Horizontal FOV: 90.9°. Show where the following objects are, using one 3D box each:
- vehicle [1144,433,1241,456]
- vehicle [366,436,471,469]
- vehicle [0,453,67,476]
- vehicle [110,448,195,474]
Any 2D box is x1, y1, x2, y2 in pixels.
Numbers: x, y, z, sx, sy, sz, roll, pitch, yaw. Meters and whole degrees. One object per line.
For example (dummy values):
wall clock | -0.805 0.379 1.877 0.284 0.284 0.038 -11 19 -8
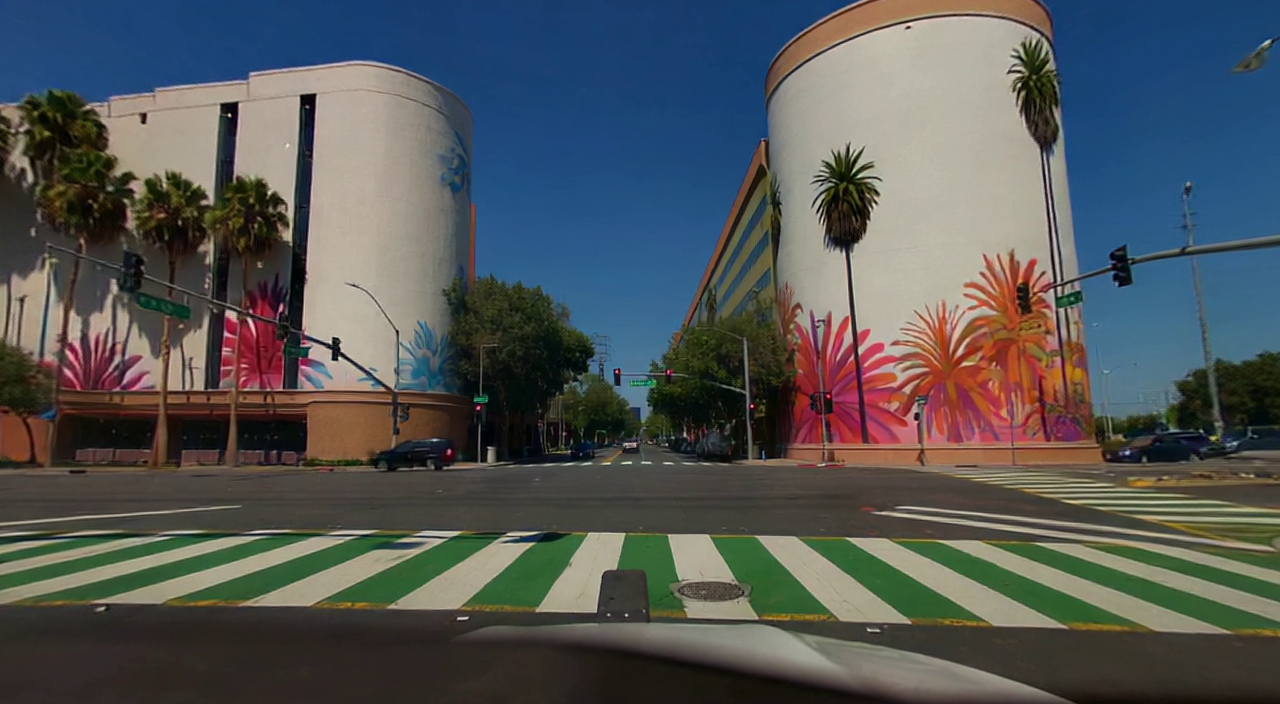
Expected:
vehicle | 36.129 6.040 41.269 4.606 1.449 1.687 0 -8 2
vehicle | -13.114 5.962 37.569 5.477 1.880 2.125 0 -8 1
vehicle | -41.631 7.608 42.796 3.698 1.508 1.779 0 -8 1
vehicle | -33.042 7.400 42.774 4.136 1.661 1.857 0 -8 1
